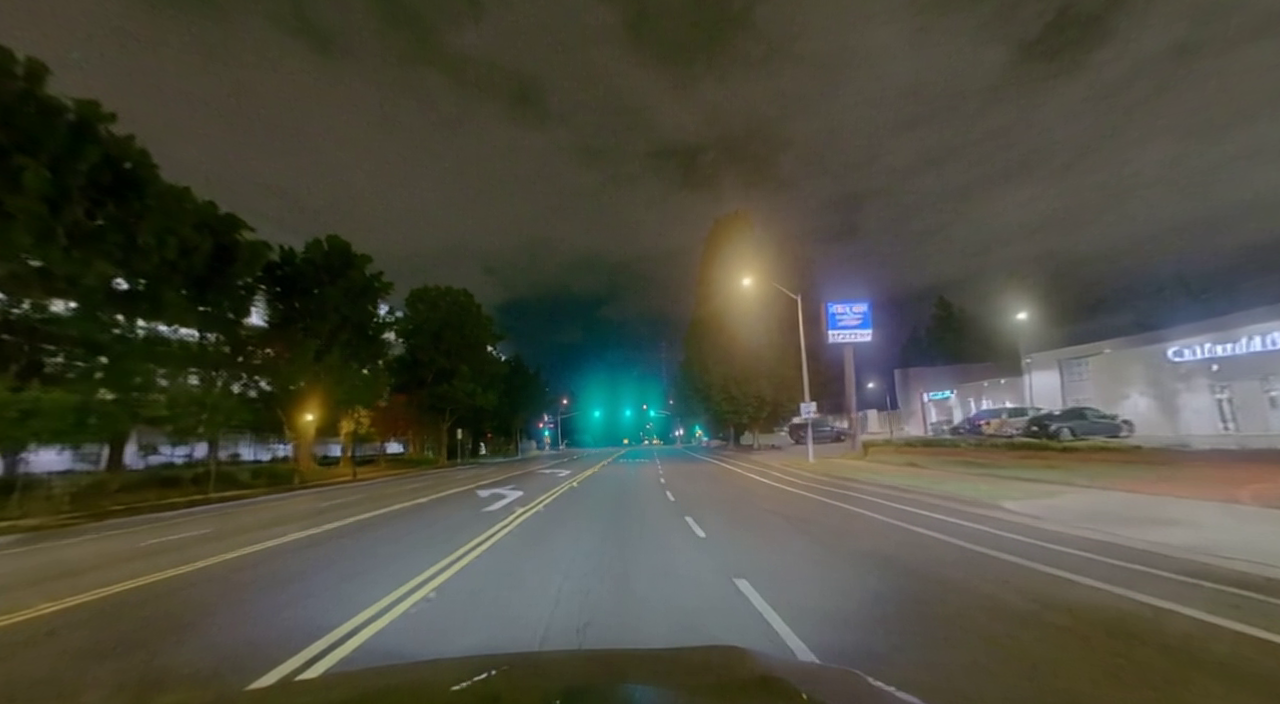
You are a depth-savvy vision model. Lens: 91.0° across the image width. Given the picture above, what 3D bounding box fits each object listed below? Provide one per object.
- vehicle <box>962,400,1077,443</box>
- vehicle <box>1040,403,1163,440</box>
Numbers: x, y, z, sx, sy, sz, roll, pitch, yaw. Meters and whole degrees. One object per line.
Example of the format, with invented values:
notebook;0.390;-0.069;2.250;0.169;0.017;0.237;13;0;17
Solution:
vehicle;17.102;3.235;28.688;2.059;1.788;4.708;1;-8;-3
vehicle;19.991;3.120;27.515;2.021;1.472;4.047;1;-8;-7
